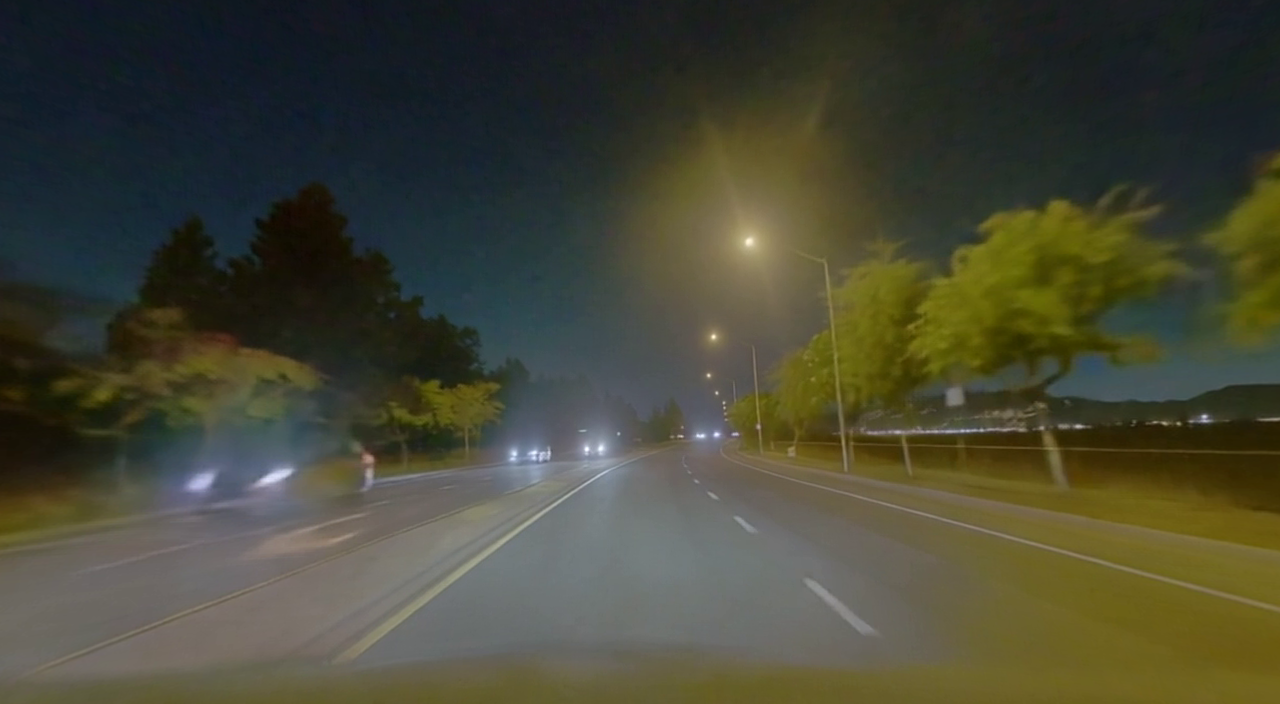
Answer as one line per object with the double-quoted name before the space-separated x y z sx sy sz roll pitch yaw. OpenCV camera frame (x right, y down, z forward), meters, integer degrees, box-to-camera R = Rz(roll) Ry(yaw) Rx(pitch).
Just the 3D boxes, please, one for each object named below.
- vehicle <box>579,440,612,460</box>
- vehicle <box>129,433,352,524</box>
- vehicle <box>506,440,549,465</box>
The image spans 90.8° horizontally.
"vehicle" -3.403 7.542 48.808 1.989 1.461 4.081 -1 -8 4
"vehicle" -8.469 2.687 14.019 2.058 1.680 4.315 0 -8 1
"vehicle" -7.708 6.921 43.695 1.982 1.671 4.431 0 -8 3
